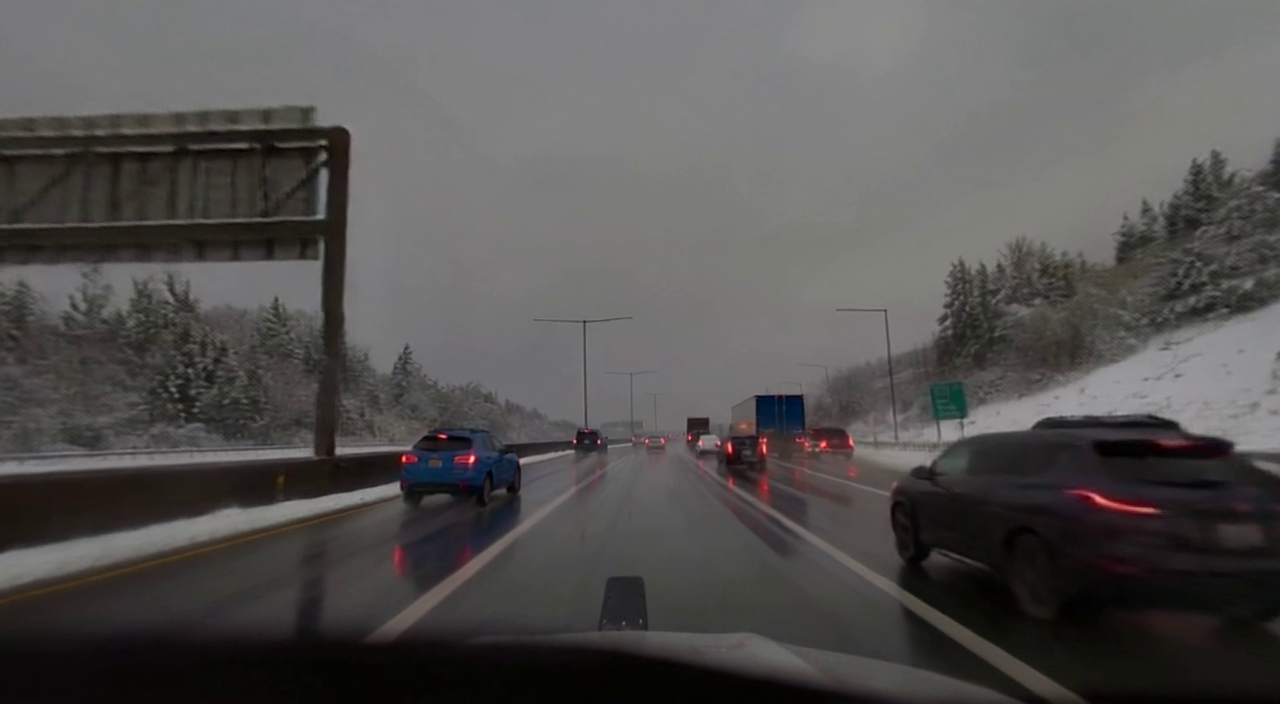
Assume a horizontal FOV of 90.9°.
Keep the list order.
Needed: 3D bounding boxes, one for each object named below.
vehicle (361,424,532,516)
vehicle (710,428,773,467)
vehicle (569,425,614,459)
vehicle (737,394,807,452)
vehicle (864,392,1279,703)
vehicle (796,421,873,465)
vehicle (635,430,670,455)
[{"bbox_3d":[-3.542,2.243,12.531,1.914,1.476,4.416,-1,-8,1],"label":"vehicle"},{"bbox_3d":[4.241,4.069,27.002,1.933,1.503,4.520,0,-8,0],"label":"vehicle"},{"bbox_3d":[-2.613,4.967,34.824,2.006,1.741,4.277,-1,-8,2],"label":"vehicle"},{"bbox_3d":[9.673,5.627,48.224,3.007,3.725,13.835,-1,-8,3],"label":"vehicle"},{"bbox_3d":[3.461,1.217,4.915,1.933,1.492,4.125,-1,-8,1],"label":"vehicle"},{"bbox_3d":[8.553,4.078,28.196,2.072,1.761,4.461,-1,-8,1],"label":"vehicle"},{"bbox_3d":[0.755,5.614,38.994,2.040,1.461,3.984,-1,-8,1],"label":"vehicle"}]
